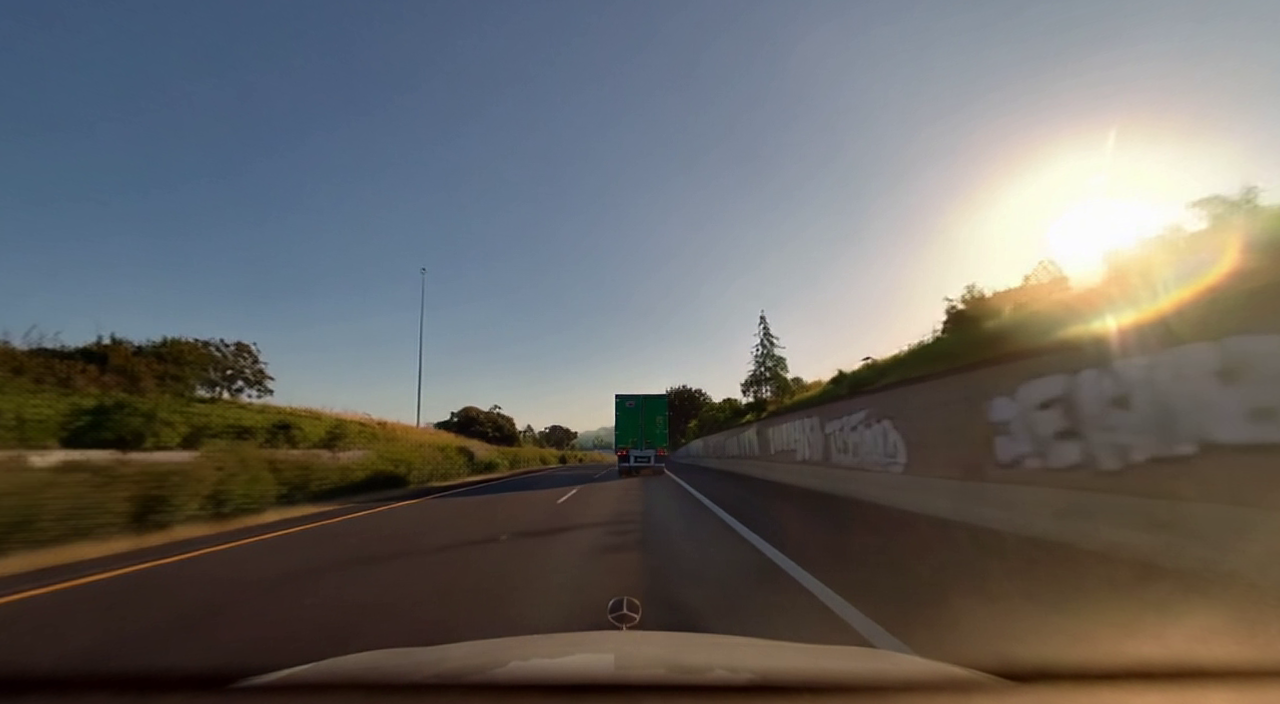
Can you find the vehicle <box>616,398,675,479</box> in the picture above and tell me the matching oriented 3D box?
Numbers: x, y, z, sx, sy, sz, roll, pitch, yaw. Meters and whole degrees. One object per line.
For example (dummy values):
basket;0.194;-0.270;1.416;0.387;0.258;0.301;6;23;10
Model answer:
vehicle;0.149;5.051;36.076;2.900;3.955;10.151;0;-9;-1
